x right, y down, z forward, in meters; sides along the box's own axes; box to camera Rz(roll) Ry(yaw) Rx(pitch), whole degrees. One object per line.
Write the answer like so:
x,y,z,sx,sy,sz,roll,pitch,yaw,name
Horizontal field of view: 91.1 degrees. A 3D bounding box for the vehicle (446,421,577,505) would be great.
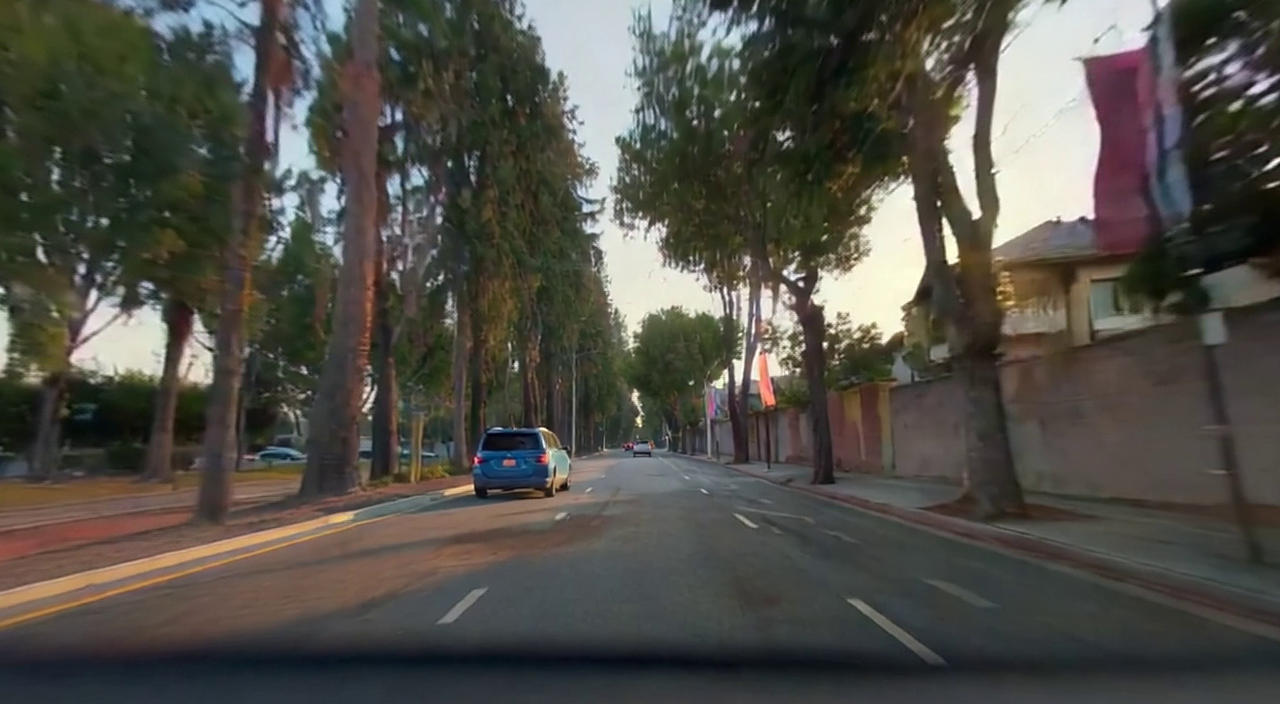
-3.078,2.802,16.292,2.281,1.837,4.845,0,-8,1,vehicle
